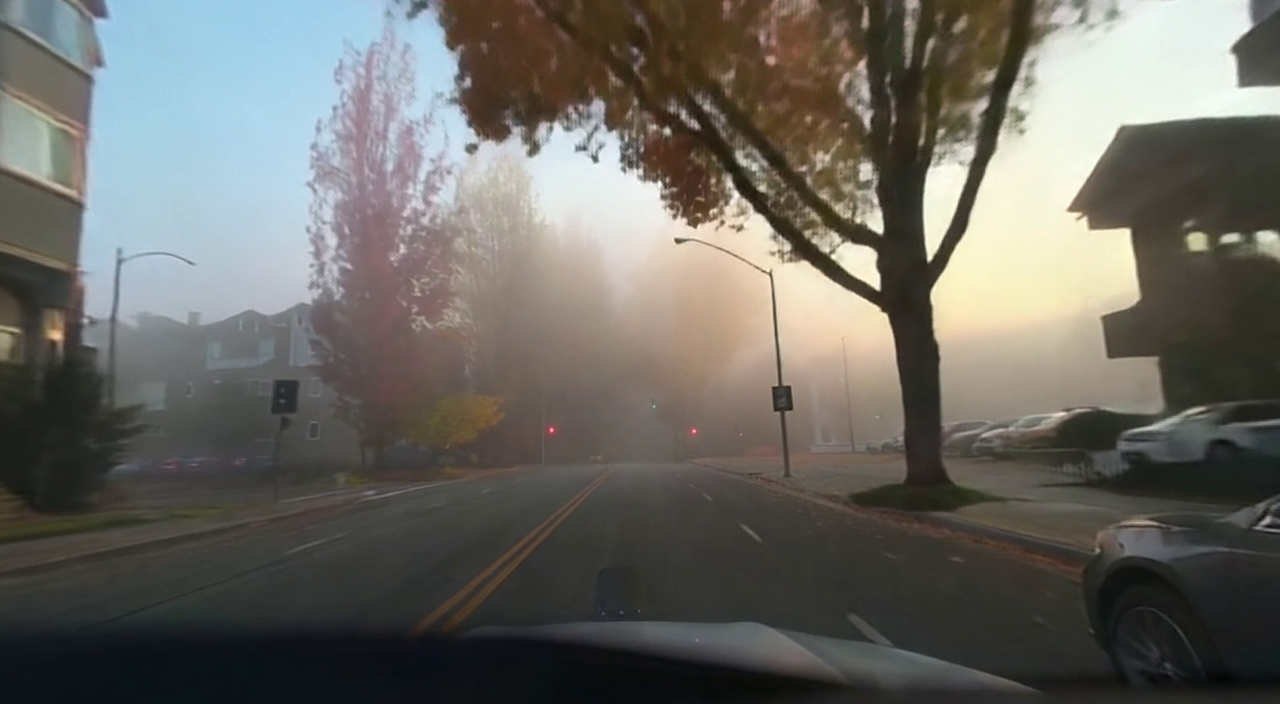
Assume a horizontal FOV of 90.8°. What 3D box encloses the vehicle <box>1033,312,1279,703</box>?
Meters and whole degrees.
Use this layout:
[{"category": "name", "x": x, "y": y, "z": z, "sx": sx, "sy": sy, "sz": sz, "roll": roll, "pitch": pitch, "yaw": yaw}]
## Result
[{"category": "vehicle", "x": 3.163, "y": 0.578, "z": 0.754, "sx": 2.224, "sy": 1.791, "sz": 4.834, "roll": 0, "pitch": -9, "yaw": 0}]
